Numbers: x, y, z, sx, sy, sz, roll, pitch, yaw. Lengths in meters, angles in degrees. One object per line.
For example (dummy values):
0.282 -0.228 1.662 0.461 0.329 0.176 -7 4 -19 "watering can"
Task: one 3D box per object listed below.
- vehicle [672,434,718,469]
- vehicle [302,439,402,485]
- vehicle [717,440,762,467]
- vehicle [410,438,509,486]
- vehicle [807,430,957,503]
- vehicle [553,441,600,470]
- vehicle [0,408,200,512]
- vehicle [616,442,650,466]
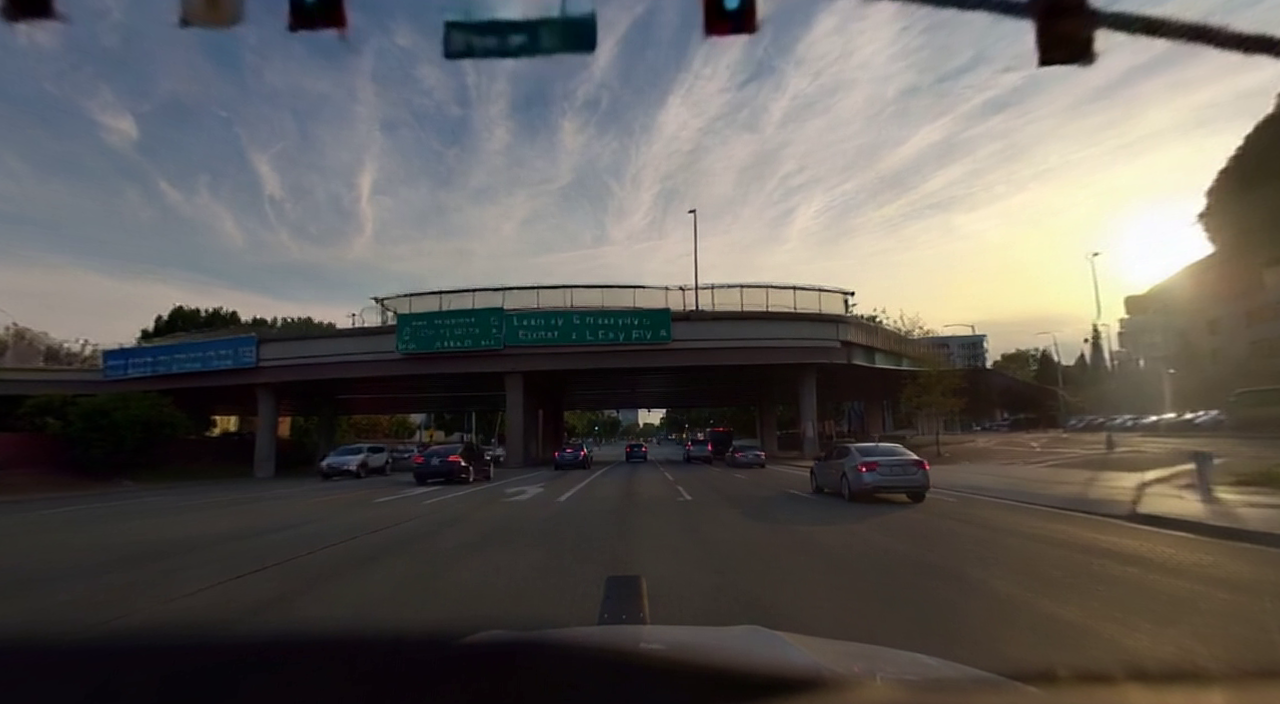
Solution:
2.939 5.440 34.491 2.034 1.762 4.420 0 -8 -1 "vehicle"
-11.775 4.502 26.037 1.993 1.718 4.396 0 -8 0 "vehicle"
6.048 6.242 38.695 1.924 1.527 4.268 0 -8 -2 "vehicle"
-6.082 3.740 21.750 2.070 1.488 4.376 0 -8 1 "vehicle"
6.045 2.909 16.397 2.056 1.624 4.498 0 -8 -1 "vehicle"
-3.351 5.567 33.884 2.041 1.466 4.212 0 -8 1 "vehicle"
-19.167 3.374 19.971 3.019 2.822 10.028 0 -8 1 "vehicle"
-0.411 6.410 39.603 2.026 1.453 3.780 0 -8 0 "vehicle"
